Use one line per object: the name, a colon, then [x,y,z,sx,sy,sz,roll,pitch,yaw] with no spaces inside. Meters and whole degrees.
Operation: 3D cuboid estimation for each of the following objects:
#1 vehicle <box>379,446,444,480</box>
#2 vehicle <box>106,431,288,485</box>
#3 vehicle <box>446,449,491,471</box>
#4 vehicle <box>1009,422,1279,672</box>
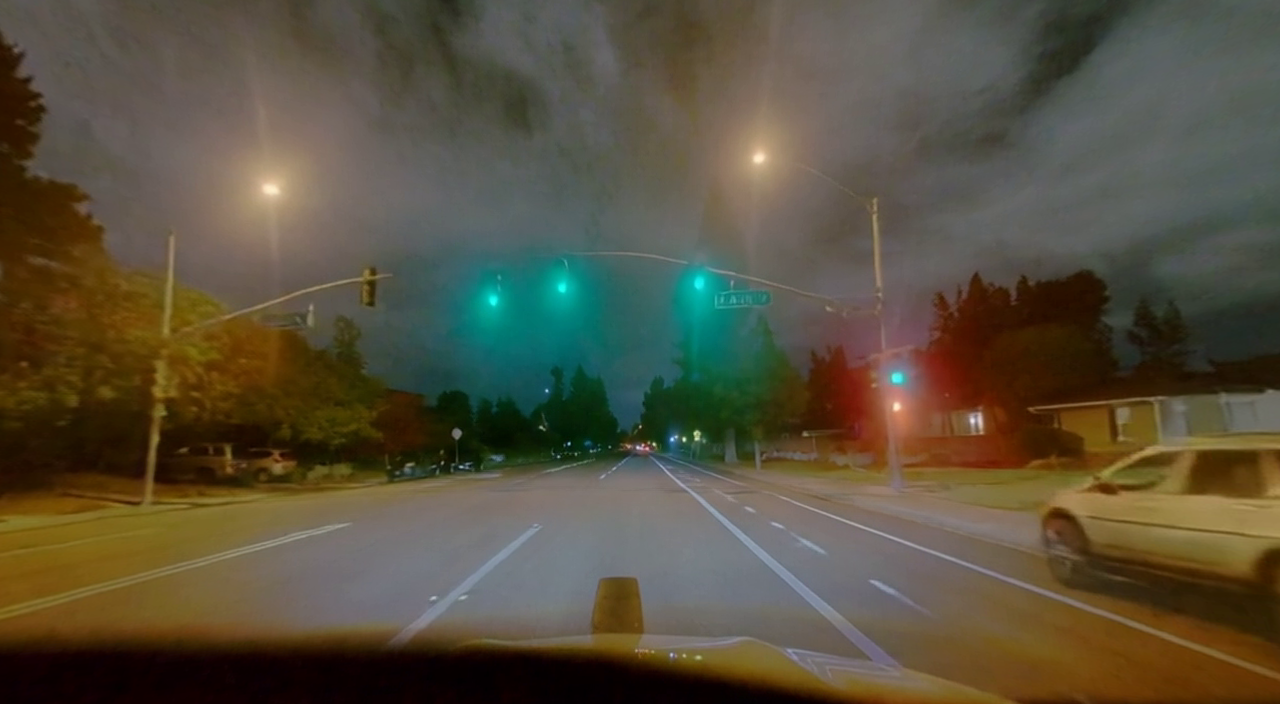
vehicle: [-12.120,5.917,33.711,1.932,1.673,4.314,-1,-10,-1]
vehicle: [-17.933,4.347,25.697,5.656,1.999,2.307,-1,-10,2]
vehicle: [-12.145,7.709,44.956,1.888,1.477,4.629,-1,-10,0]
vehicle: [5.237,1.416,4.954,1.979,1.637,4.321,0,-9,0]
